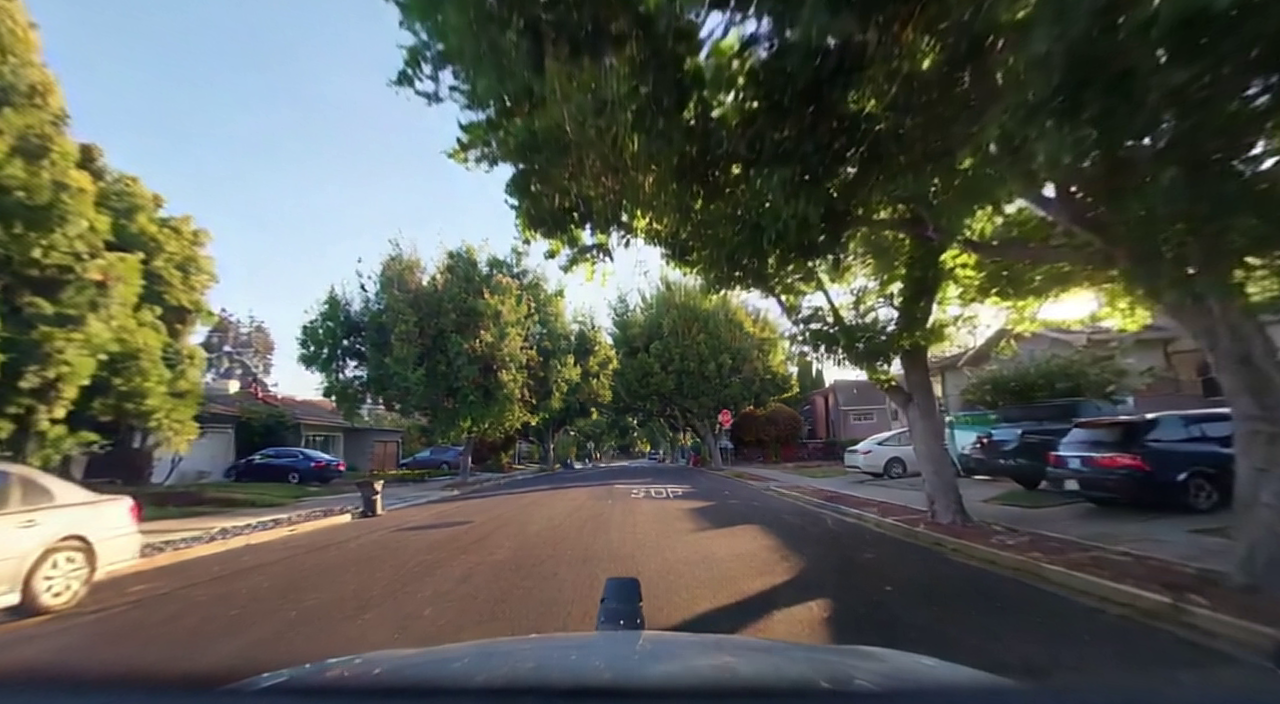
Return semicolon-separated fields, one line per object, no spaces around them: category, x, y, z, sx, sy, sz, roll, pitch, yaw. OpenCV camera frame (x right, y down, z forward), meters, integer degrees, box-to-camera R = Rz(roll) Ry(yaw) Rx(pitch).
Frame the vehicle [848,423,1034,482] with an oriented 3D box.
vehicle;10.062;3.392;21.408;5.234;1.868;2.014;0;-9;-3

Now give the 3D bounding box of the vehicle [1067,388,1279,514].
vehicle;10.641;1.653;10.655;5.235;1.891;2.102;0;-9;1

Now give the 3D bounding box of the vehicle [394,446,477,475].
vehicle;-13.492;7.168;41.897;4.809;1.865;2.093;0;-9;-1

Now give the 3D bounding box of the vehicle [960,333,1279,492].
vehicle;11.486;1.398;13.888;7.302;3.055;2.848;1;-8;-2

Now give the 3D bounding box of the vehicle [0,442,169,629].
vehicle;-6.408;1.477;4.467;2.099;1.532;5.262;-4;-9;1

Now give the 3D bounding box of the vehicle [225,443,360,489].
vehicle;-14.310;4.657;26.132;4.493;1.776;1.997;-1;-9;9
